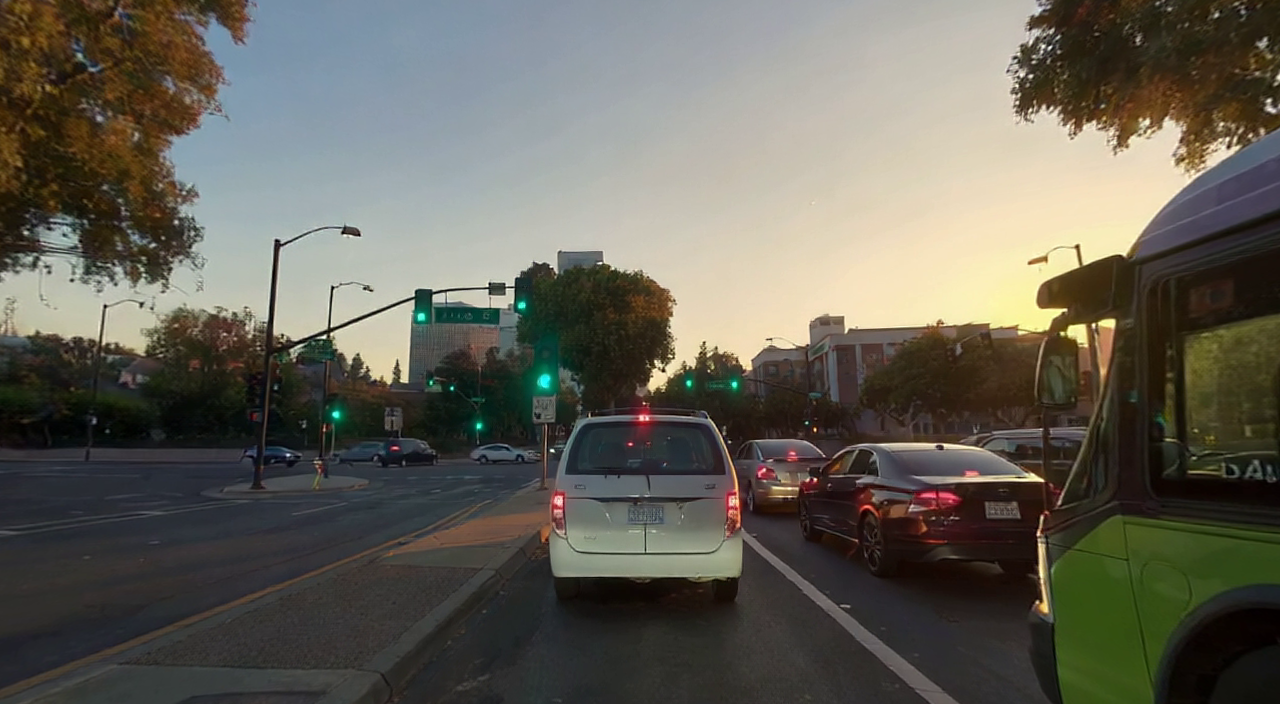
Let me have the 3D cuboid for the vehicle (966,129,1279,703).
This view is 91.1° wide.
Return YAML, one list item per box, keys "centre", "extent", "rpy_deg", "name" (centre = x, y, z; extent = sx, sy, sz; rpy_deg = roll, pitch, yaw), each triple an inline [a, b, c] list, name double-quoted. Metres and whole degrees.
- centre: [2.612, 0.319, 0.415]
  extent: [2.037, 2.065, 5.037]
  rpy_deg: [0, -8, 0]
  name: "vehicle"

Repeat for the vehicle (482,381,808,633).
- centre: [0.011, 1.476, 6.996]
  extent: [2.381, 1.842, 4.603]
  rpy_deg: [0, -8, -1]
  name: "vehicle"

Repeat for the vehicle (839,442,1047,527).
- centre: [5.979, 2.638, 13.214]
  extent: [1.987, 1.457, 4.675]
  rpy_deg: [0, -8, -1]
  name: "vehicle"

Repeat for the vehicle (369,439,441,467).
- centre: [-15.339, 6.548, 40.945]
  extent: [4.097, 1.720, 1.924]
  rpy_deg: [5, -10, -29]
  name: "vehicle"
